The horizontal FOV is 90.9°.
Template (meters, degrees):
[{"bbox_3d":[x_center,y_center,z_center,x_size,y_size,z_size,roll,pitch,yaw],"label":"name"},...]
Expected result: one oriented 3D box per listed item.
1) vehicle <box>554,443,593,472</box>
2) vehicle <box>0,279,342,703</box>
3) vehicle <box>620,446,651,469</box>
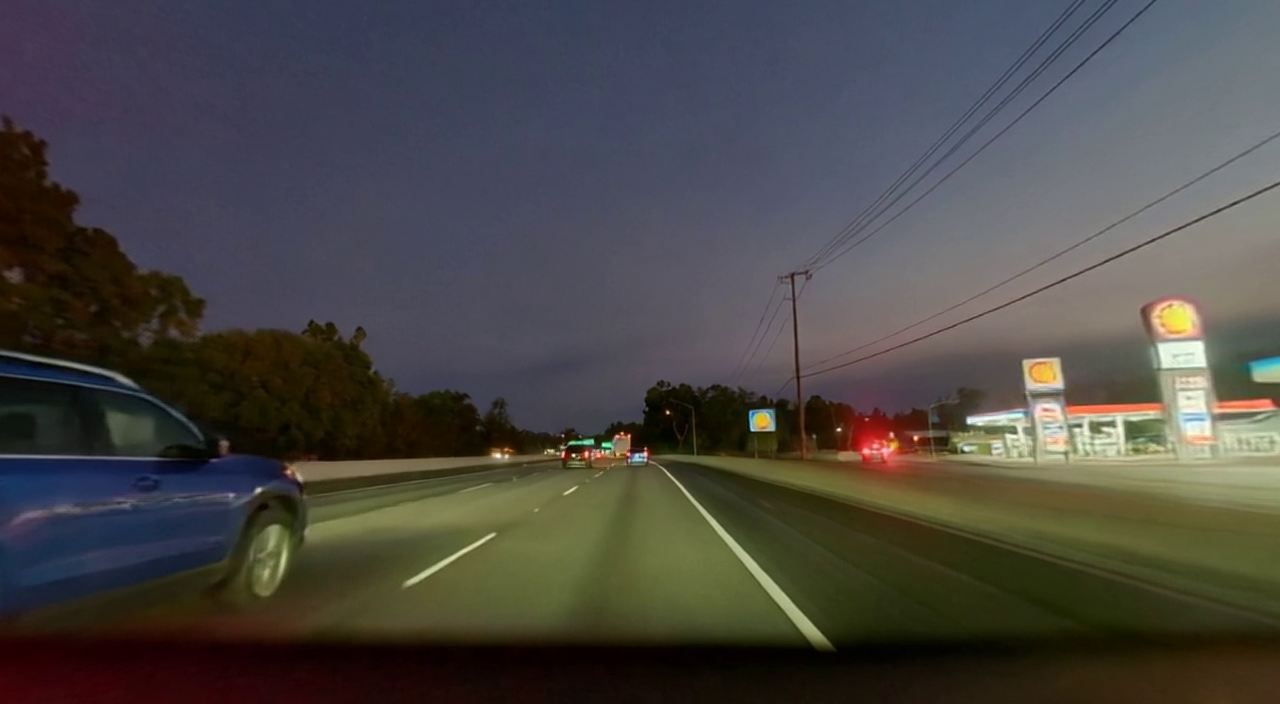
[{"bbox_3d":[-4.667,7.501,45.051,2.273,1.884,4.515,0,-8,0],"label":"vehicle"},{"bbox_3d":[-4.139,0.706,2.580,2.694,2.081,6.099,0,-8,2],"label":"vehicle"},{"bbox_3d":[-0.361,7.401,44.412,1.982,1.524,3.800,0,-8,-2],"label":"vehicle"}]
